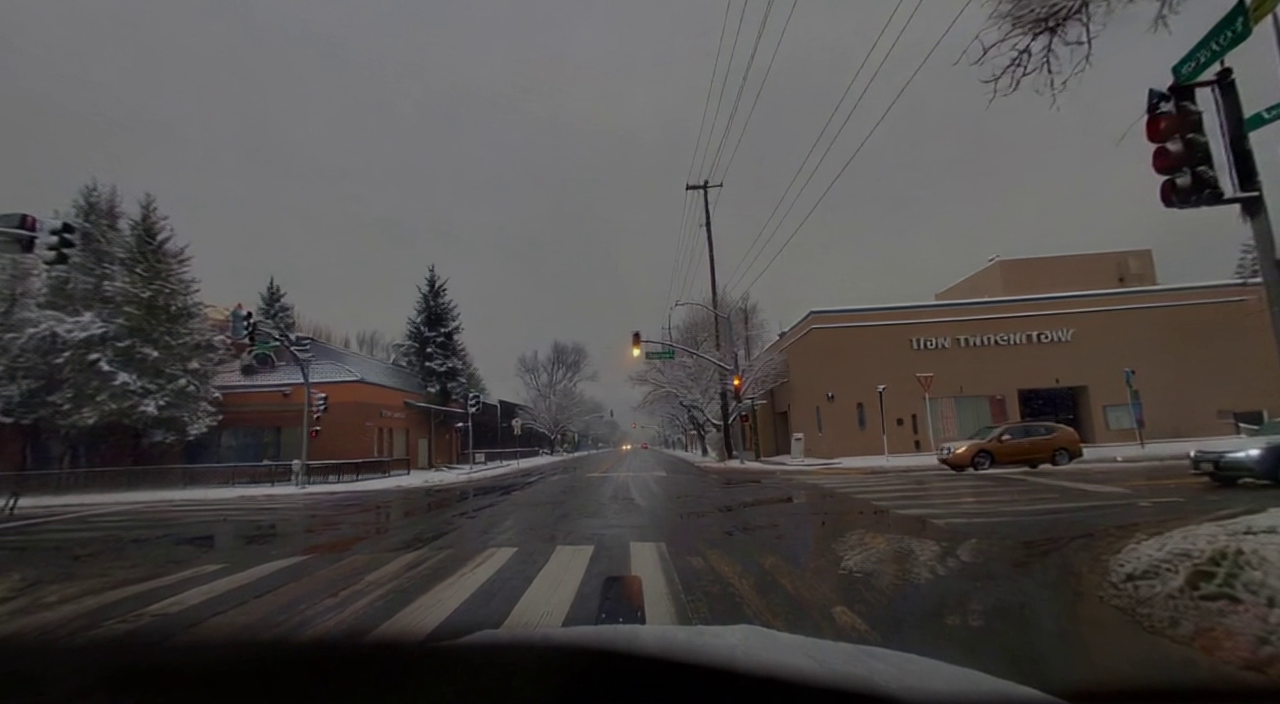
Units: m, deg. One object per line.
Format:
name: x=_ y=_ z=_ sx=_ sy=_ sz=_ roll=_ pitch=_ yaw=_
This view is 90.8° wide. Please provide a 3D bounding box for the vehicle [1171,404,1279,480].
vehicle: x=14.443 y=1.908 z=13.381 sx=4.632 sy=1.484 sz=1.907 roll=0 pitch=-8 yaw=-1
